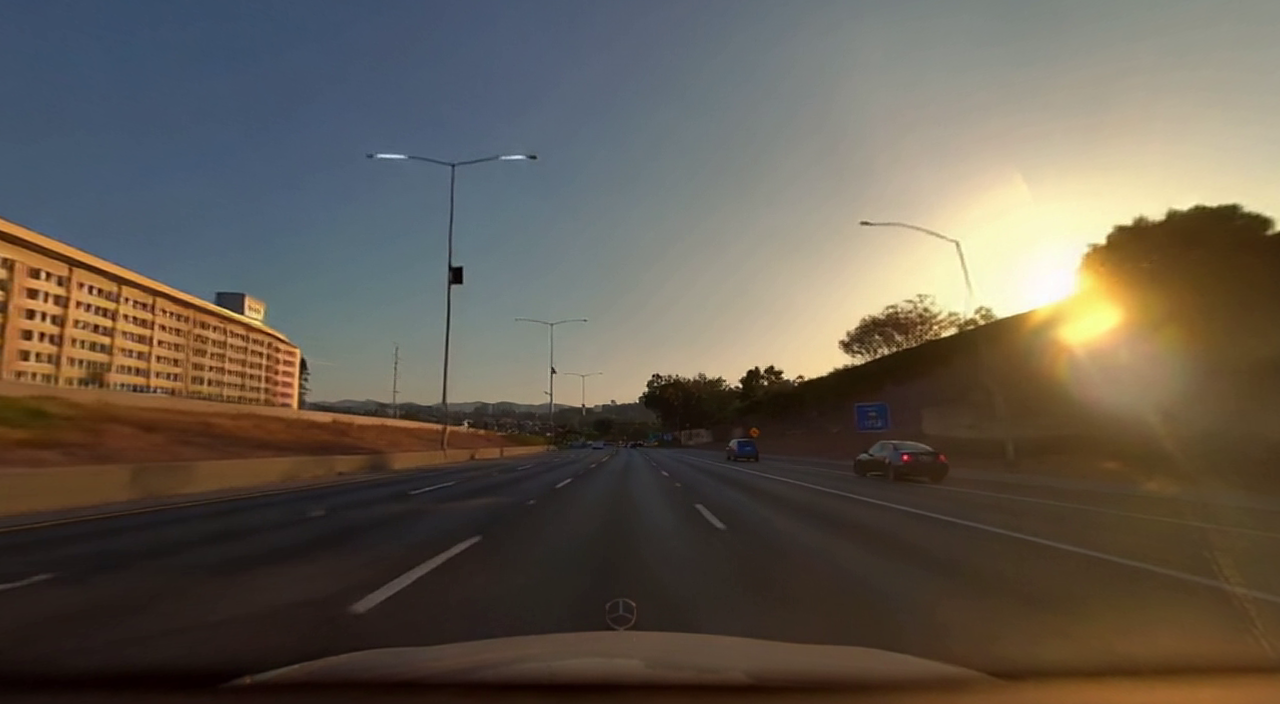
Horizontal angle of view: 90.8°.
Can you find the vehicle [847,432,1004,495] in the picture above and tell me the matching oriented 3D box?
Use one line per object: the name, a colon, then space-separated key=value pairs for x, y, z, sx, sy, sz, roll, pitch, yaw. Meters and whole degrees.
vehicle: x=8.421 y=3.331 z=19.325 sx=2.165 sy=1.636 sz=5.175 roll=0 pitch=-8 yaw=-3
